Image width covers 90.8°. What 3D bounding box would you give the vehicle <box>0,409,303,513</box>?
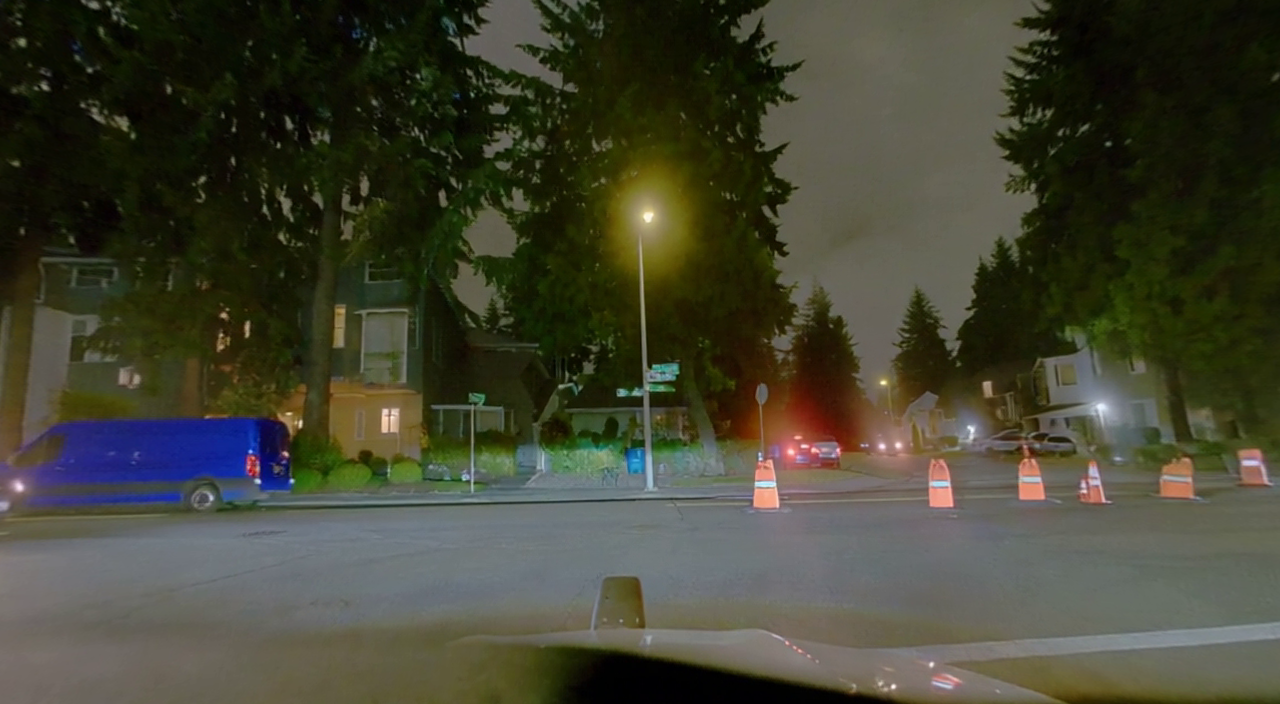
[{"bbox_3d":[-14.067,3.045,17.448,7.824,2.323,2.863,-3,-10,-2],"label":"vehicle"}]

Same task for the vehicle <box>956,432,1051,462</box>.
[{"bbox_3d":[23.826,6.238,41.549,4.984,1.912,2.132,1,-8,-6],"label":"vehicle"}]

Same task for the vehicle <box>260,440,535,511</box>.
[{"bbox_3d":[-6.452,3.395,17.857,6.643,1.777,2.925,1,-8,-5],"label":"vehicle"}]

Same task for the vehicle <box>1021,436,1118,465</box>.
[{"bbox_3d":[22.770,5.221,33.549,3.863,1.453,1.826,1,-8,-5],"label":"vehicle"}]

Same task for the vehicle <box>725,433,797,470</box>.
[{"bbox_3d":[5.346,4.463,28.499,2.007,1.555,4.204,1,-8,-7],"label":"vehicle"}]

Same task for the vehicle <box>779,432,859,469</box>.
[{"bbox_3d":[8.061,4.496,28.938,1.893,1.529,4.422,1,-8,-7],"label":"vehicle"}]

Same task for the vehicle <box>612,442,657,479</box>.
[{"bbox_3d":[-0.305,4.756,27.929,1.648,1.430,3.654,4,-8,-4],"label":"vehicle"}]

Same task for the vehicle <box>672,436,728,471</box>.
[{"bbox_3d":[2.595,4.533,28.356,1.745,1.461,4.074,1,-8,-6],"label":"vehicle"}]
